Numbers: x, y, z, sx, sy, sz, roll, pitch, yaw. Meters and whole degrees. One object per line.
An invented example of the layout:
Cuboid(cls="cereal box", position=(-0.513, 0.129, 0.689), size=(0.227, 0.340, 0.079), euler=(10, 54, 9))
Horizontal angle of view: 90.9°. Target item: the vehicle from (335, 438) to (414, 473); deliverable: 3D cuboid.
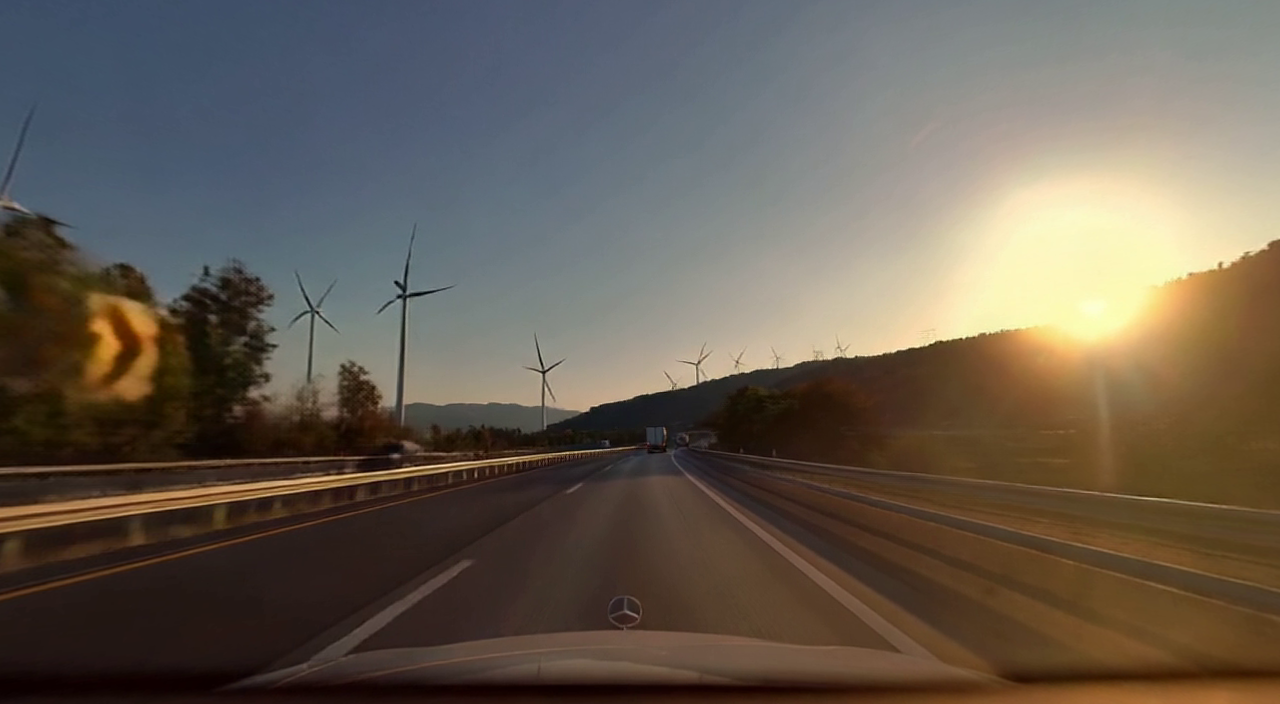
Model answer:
Cuboid(cls="vehicle", position=(-12.978, 5.106, 31.155), size=(1.957, 1.611, 4.361), euler=(0, -9, 1))
